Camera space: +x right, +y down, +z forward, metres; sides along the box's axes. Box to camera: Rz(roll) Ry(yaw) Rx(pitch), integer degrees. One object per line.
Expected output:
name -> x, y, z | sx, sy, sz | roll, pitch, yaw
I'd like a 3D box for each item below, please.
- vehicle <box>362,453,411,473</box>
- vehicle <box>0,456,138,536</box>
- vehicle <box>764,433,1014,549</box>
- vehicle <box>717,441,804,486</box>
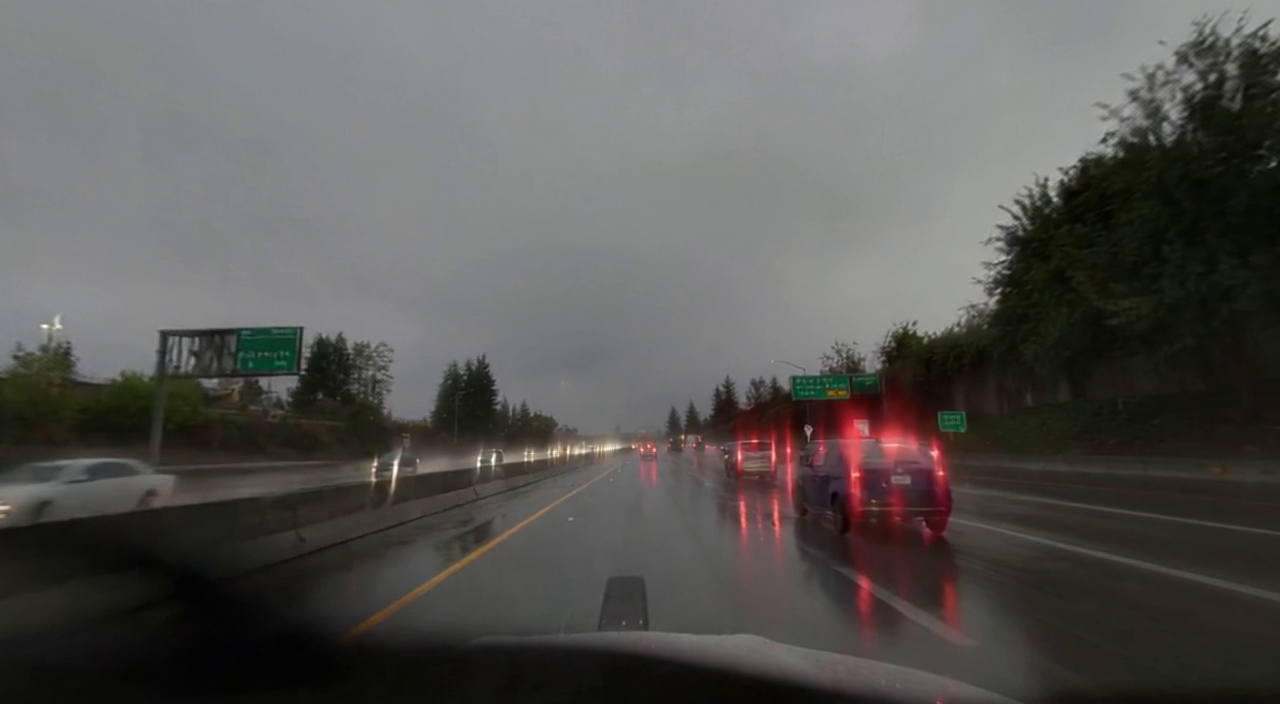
vehicle -> -19.888, 8.684, 49.645 | 1.849, 1.463, 4.477 | 0, -8, 2
vehicle -> -13.189, 2.909, 12.900 | 1.902, 1.474, 4.752 | 0, -8, 1
vehicle -> 3.664, 2.140, 10.480 | 2.198, 1.467, 4.675 | 0, -8, -1
vehicle -> 4.371, 4.133, 23.745 | 2.223, 1.483, 5.075 | 0, -8, -1
